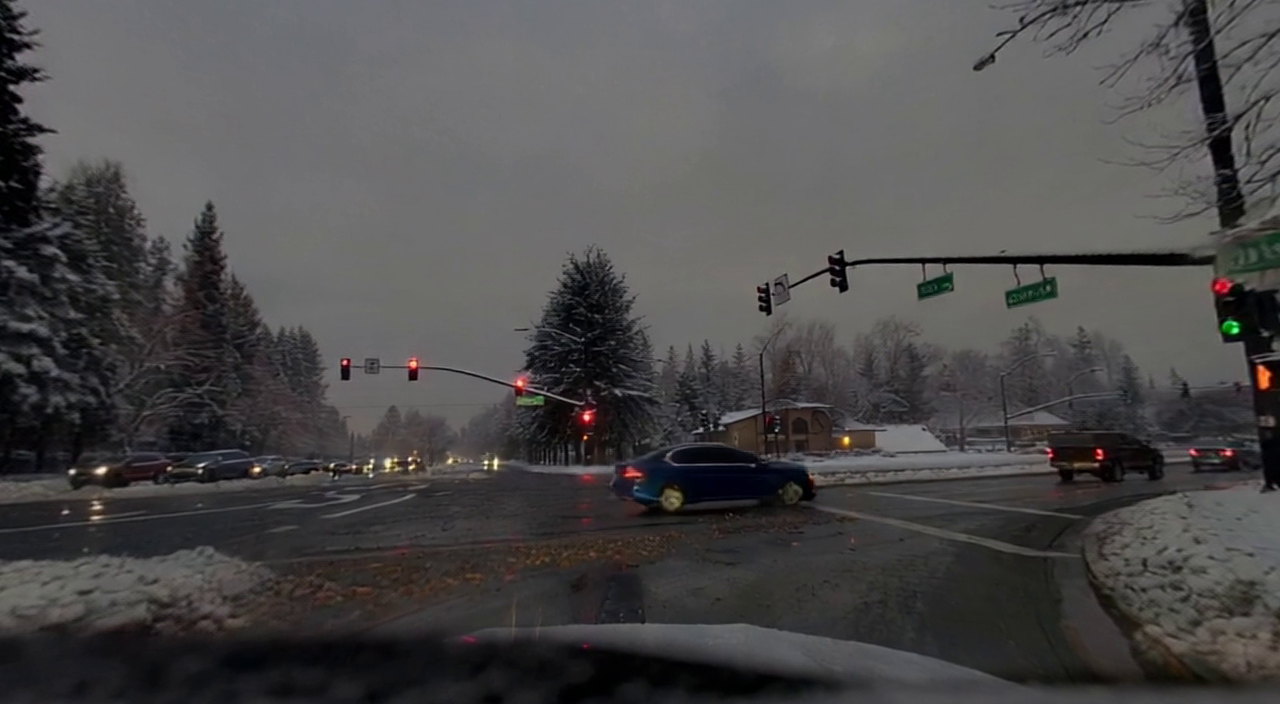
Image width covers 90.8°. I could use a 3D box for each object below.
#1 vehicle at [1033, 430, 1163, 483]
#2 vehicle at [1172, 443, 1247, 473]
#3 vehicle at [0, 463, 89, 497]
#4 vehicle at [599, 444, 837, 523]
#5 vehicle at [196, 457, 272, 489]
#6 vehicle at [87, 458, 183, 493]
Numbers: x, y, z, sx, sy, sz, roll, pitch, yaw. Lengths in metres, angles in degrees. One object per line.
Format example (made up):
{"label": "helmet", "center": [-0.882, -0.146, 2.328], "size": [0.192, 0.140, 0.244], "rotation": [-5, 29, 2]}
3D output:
{"label": "vehicle", "center": [18.675, 4.191, 25.677], "size": [5.896, 1.937, 2.358], "rotation": [6, -11, -35]}
{"label": "vehicle", "center": [29.573, 5.450, 32.737], "size": [4.728, 1.471, 1.957], "rotation": [6, -11, -38]}
{"label": "vehicle", "center": [-30.054, 6.317, 31.356], "size": [1.965, 1.448, 4.553], "rotation": [1, -9, -11]}
{"label": "vehicle", "center": [1.615, 2.758, 13.746], "size": [4.702, 1.468, 1.999], "rotation": [2, -9, -14]}
{"label": "vehicle", "center": [-23.362, 6.935, 36.562], "size": [2.020, 1.615, 4.656], "rotation": [1, -9, -11]}
{"label": "vehicle", "center": [-26.723, 6.514, 33.655], "size": [2.081, 1.670, 4.376], "rotation": [1, -9, -11]}
